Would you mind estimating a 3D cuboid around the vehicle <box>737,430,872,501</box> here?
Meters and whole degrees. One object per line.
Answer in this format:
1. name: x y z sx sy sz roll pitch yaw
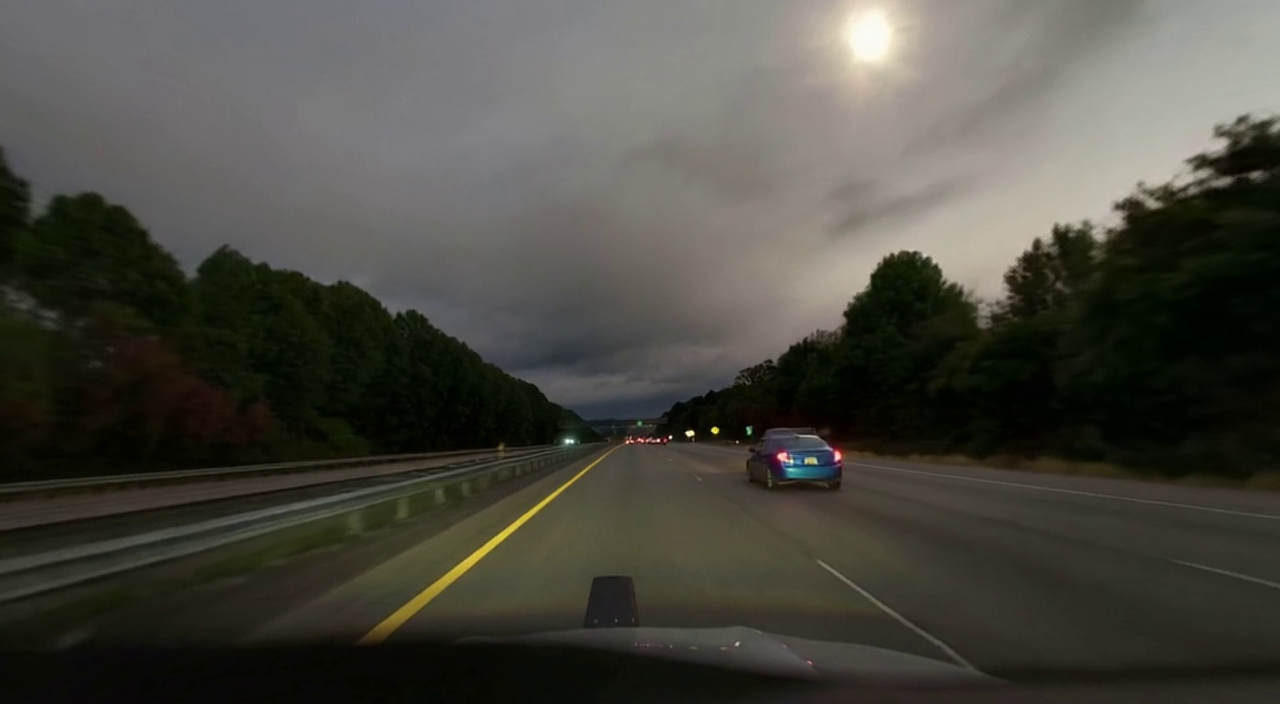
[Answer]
1. vehicle: 3.842 2.712 15.647 2.017 1.502 4.369 0 -8 -2
